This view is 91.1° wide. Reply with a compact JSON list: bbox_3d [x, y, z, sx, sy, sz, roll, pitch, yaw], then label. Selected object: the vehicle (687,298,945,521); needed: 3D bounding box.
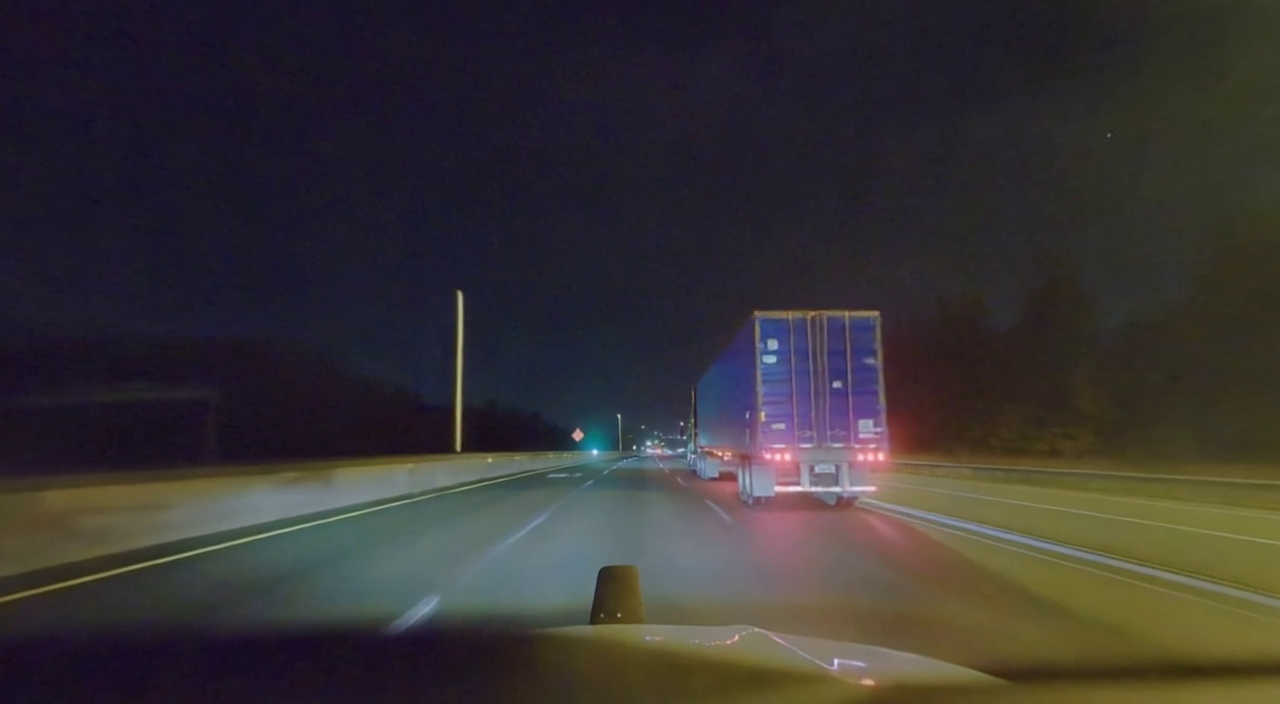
[{"bbox_3d":[3.670,2.087,18.555,3.244,4.020,14.561,0,-9,-1],"label":"vehicle"}]
